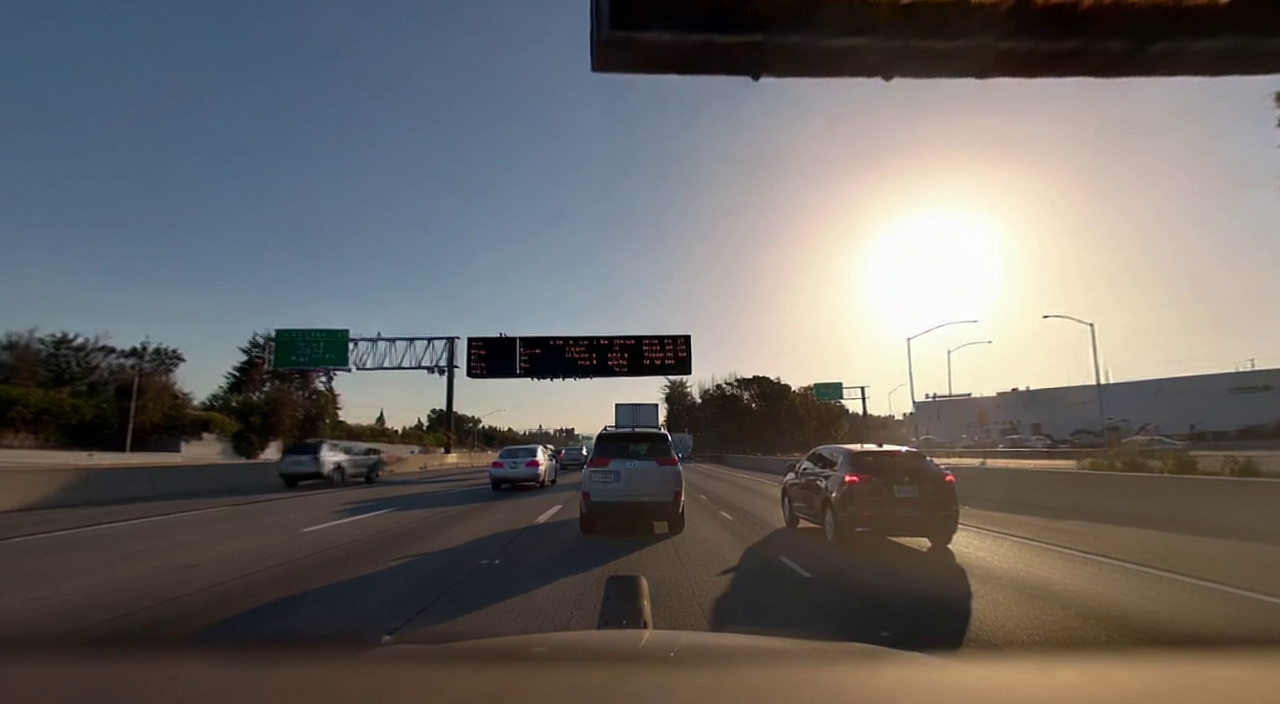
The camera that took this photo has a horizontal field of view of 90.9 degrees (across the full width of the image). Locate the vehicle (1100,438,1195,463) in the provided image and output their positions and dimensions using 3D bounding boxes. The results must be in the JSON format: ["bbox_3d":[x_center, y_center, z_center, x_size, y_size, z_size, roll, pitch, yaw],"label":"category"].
[{"bbox_3d":[32.278,6.289,40.277,1.805,1.536,4.325,3,-9,-19],"label":"vehicle"}]

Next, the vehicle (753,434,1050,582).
[{"bbox_3d":[3.052,1.918,8.654,2.018,1.470,4.491,0,-9,-2],"label":"vehicle"}]

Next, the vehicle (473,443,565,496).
[{"bbox_3d":[-3.643,3.624,19.809,2.005,1.458,4.143,0,-9,1],"label":"vehicle"}]

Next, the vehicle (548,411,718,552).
[{"bbox_3d":[-0.100,1.948,10.070,2.152,1.779,3.924,0,-9,0],"label":"vehicle"}]

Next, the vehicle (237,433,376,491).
[{"bbox_3d":[-11.022,3.665,21.327,2.129,1.720,4.547,0,-9,1],"label":"vehicle"}]
